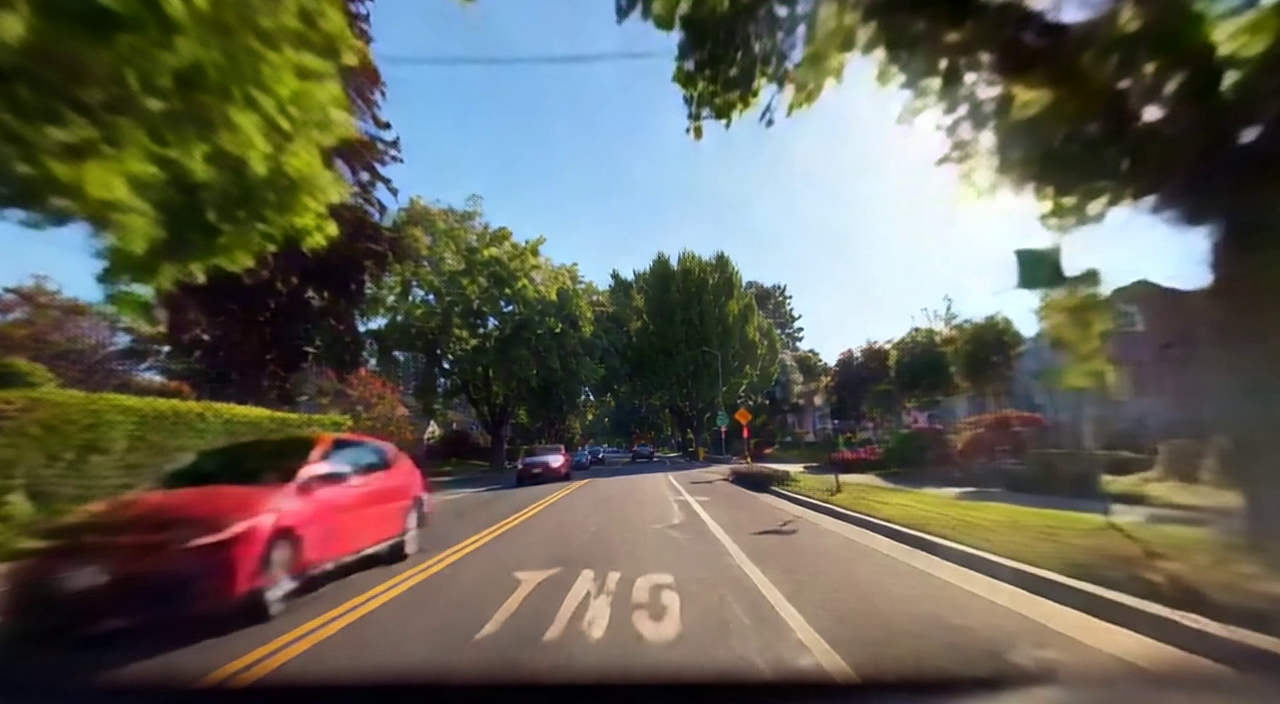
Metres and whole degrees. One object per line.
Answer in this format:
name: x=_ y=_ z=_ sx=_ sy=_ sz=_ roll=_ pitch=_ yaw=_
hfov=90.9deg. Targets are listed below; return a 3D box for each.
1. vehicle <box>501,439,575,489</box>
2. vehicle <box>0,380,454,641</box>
vehicle: x=-4.019 y=4.513 z=25.782 sx=2.134 sy=1.821 sz=4.719 roll=0 pitch=-9 yaw=1
vehicle: x=-4.203 y=1.590 z=7.447 sx=2.267 sy=1.975 sz=5.112 roll=0 pitch=-9 yaw=2
